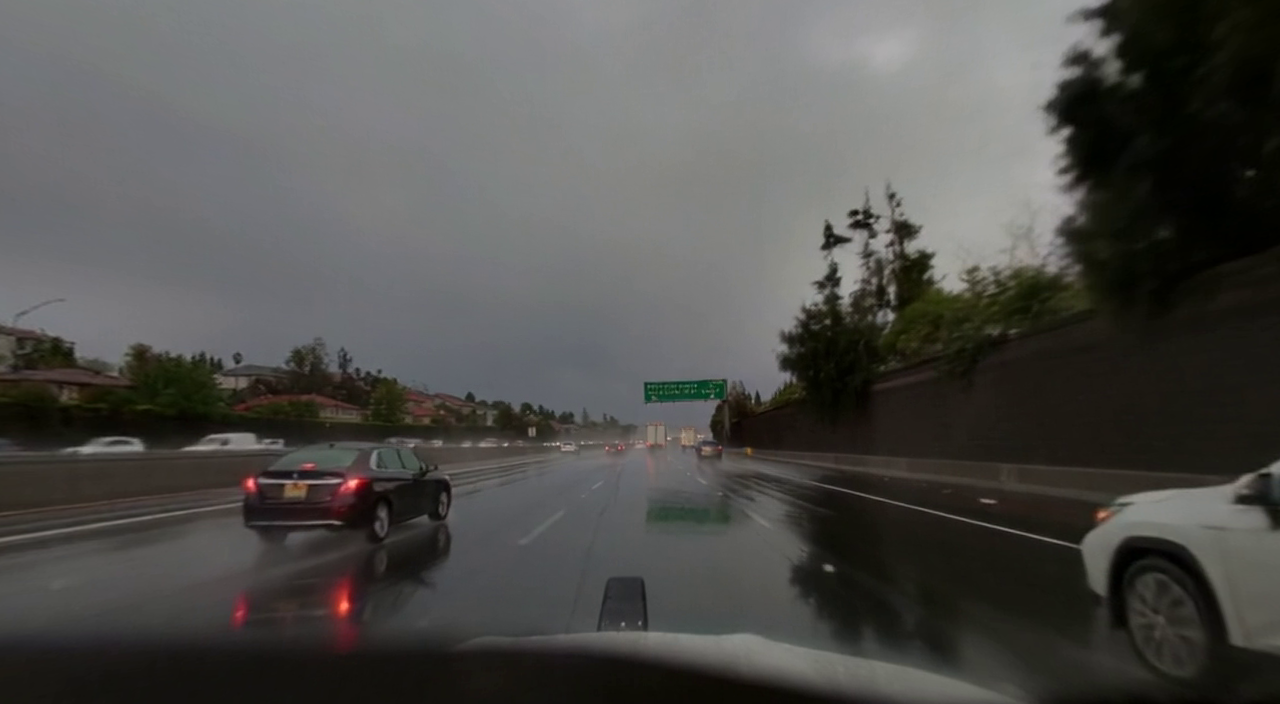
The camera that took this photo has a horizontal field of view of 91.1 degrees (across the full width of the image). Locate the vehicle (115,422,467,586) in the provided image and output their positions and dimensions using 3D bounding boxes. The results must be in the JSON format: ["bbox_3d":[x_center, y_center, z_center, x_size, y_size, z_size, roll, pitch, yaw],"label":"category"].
[{"bbox_3d":[-3.787,1.696,7.874,1.947,1.479,4.114,0,-8,2],"label":"vehicle"}]

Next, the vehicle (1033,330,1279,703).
[{"bbox_3d":[3.630,0.650,1.698,2.108,1.709,4.703,0,-8,1],"label":"vehicle"}]

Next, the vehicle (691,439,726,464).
[{"bbox_3d":[4.723,6.910,43.912,2.046,1.655,4.143,0,-8,1],"label":"vehicle"}]
